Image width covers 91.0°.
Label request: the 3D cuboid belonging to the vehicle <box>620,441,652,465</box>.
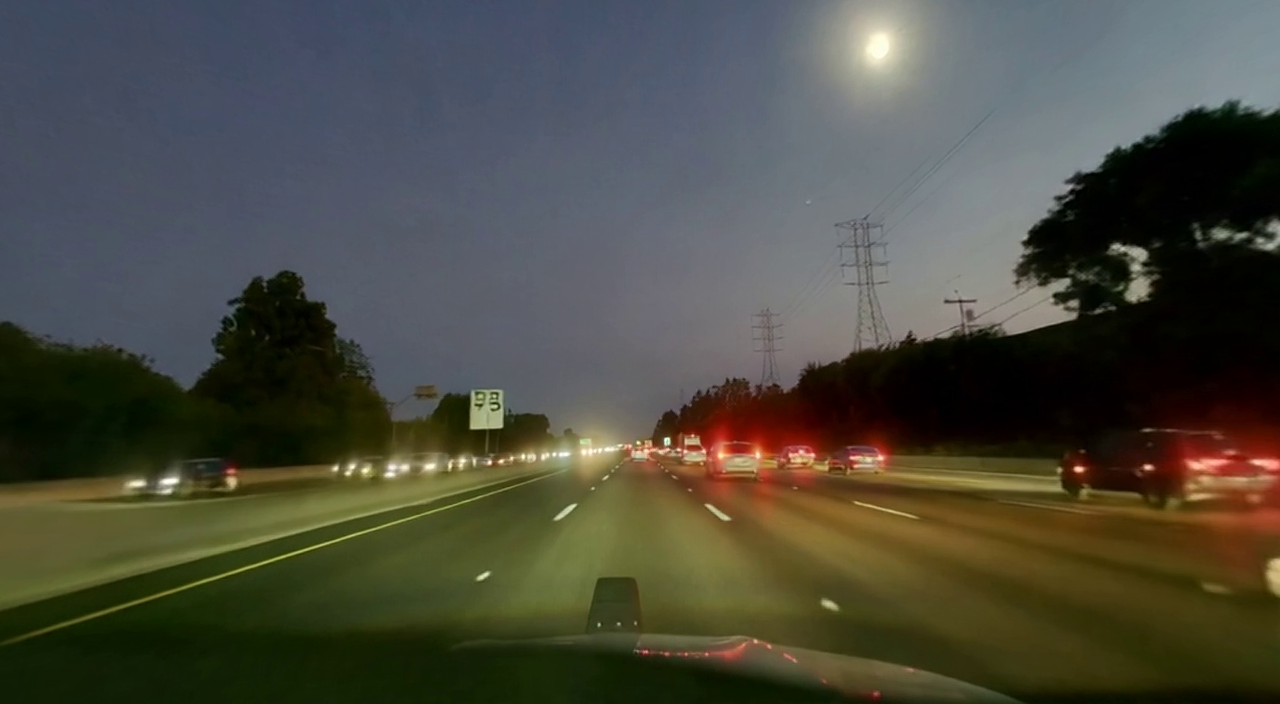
[{"bbox_3d":[-0.311,7.763,48.485,2.314,1.796,4.254,0,-8,-1],"label":"vehicle"}]

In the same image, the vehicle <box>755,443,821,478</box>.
[{"bbox_3d":[6.776,4.996,29.346,1.909,1.507,4.471,0,-8,-1],"label":"vehicle"}]

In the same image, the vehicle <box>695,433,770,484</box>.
[{"bbox_3d":[3.537,4.188,25.016,2.138,1.826,4.783,0,-8,-1],"label":"vehicle"}]

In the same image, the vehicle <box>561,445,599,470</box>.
[{"bbox_3d":[-3.772,6.710,40.361,2.051,1.510,4.373,0,-8,0],"label":"vehicle"}]

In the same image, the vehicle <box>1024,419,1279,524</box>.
[{"bbox_3d":[10.242,2.309,12.682,2.154,1.725,4.381,0,-8,-1],"label":"vehicle"}]

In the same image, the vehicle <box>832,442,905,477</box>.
[{"bbox_3d":[10.440,4.913,29.050,1.850,1.492,3.767,0,-8,-1],"label":"vehicle"}]

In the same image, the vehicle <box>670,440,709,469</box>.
[{"bbox_3d":[3.173,6.709,41.449,2.111,1.755,4.459,0,-8,-2],"label":"vehicle"}]

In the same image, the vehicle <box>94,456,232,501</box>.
[{"bbox_3d":[-22.866,6.036,30.556,2.159,1.884,5.705,0,-8,1],"label":"vehicle"}]

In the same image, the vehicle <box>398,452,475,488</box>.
[{"bbox_3d":[-8.900,5.173,27.944,1.920,1.415,4.383,0,-9,1],"label":"vehicle"}]
